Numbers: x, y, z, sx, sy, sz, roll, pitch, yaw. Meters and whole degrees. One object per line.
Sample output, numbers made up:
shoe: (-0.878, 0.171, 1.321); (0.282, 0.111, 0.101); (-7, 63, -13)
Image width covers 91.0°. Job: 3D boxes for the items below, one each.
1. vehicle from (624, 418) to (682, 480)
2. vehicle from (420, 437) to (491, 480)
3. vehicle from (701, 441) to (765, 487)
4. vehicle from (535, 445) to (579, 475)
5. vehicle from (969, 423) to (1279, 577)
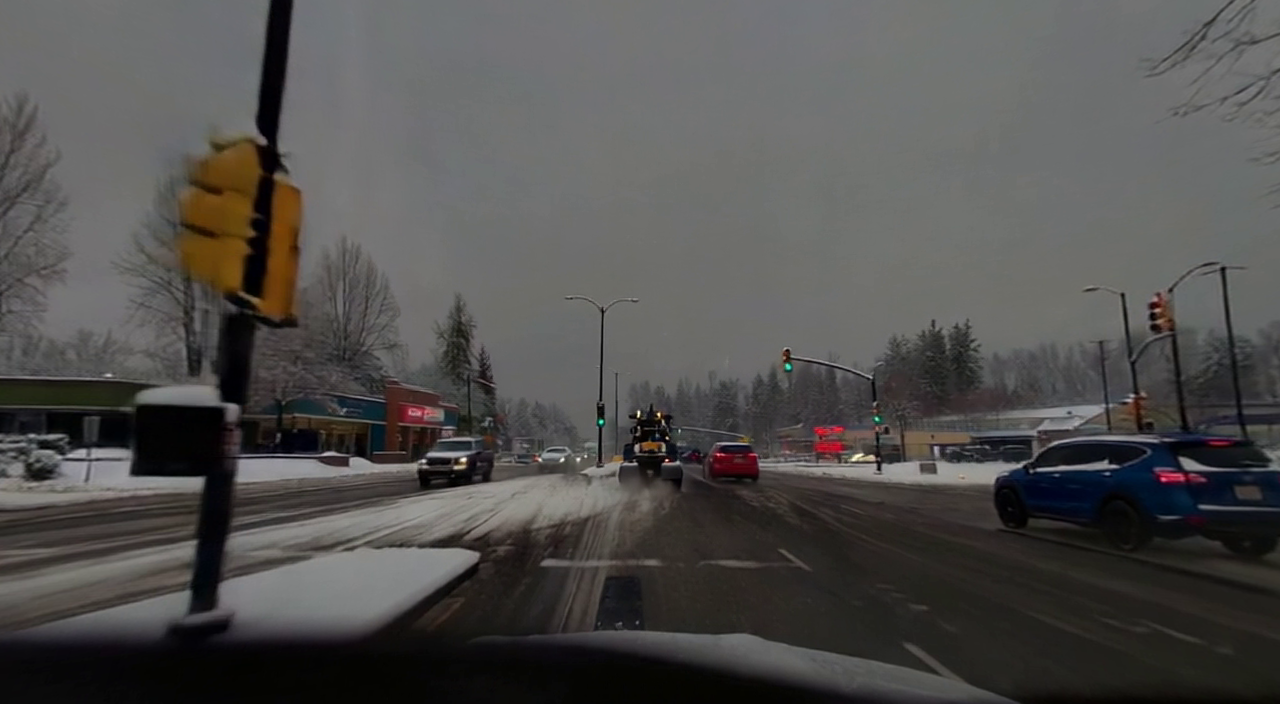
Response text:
vehicle: (0.517, 4.274, 27.839); (2.370, 2.518, 3.858); (0, -8, 0)
vehicle: (-8.751, 5.071, 30.336); (2.020, 1.864, 4.634); (0, -8, 0)
vehicle: (3.812, 4.648, 26.537); (2.025, 1.754, 4.311); (0, -8, 0)
vehicle: (-4.587, 6.023, 35.417); (2.001, 1.518, 4.316); (0, -8, -1)
vehicle: (7.079, 1.989, 9.316); (1.982, 1.698, 4.408); (0, -8, 0)
